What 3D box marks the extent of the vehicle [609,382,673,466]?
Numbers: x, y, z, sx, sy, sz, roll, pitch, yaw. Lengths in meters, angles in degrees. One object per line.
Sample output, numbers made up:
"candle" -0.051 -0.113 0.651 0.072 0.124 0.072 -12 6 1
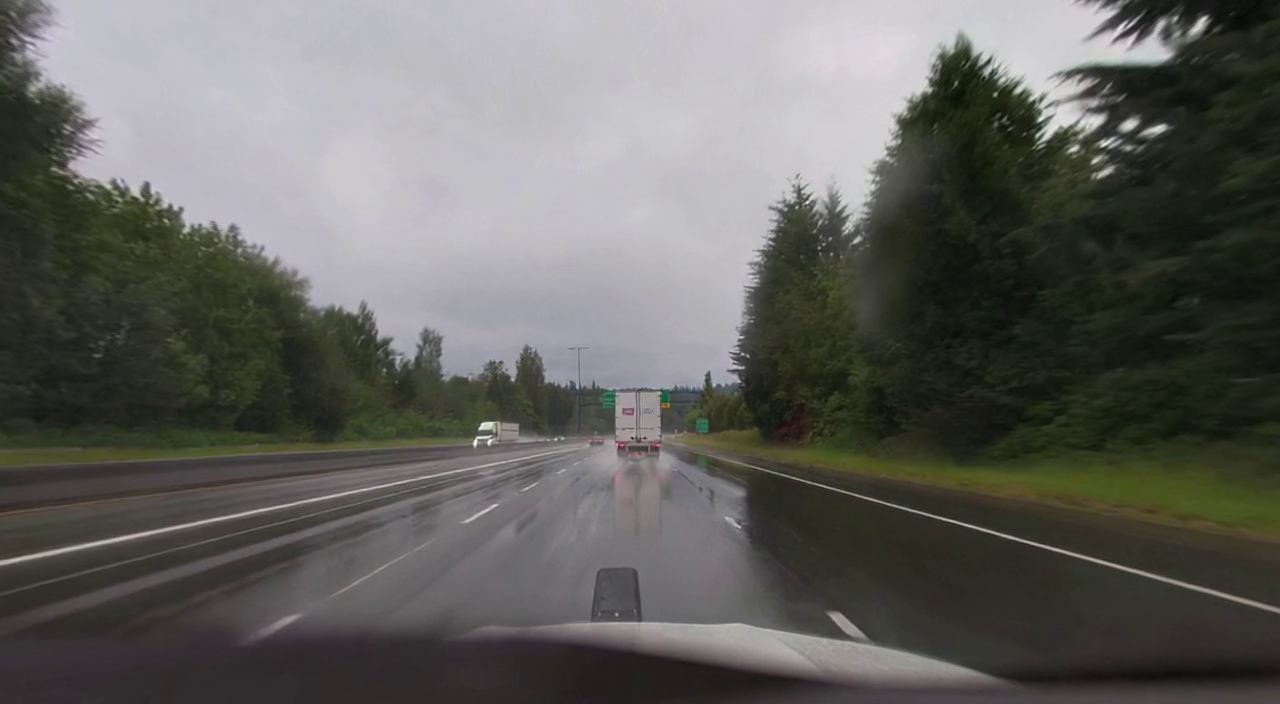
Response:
"vehicle" -0.025 3.808 32.466 2.855 3.741 8.587 0 -8 -1
